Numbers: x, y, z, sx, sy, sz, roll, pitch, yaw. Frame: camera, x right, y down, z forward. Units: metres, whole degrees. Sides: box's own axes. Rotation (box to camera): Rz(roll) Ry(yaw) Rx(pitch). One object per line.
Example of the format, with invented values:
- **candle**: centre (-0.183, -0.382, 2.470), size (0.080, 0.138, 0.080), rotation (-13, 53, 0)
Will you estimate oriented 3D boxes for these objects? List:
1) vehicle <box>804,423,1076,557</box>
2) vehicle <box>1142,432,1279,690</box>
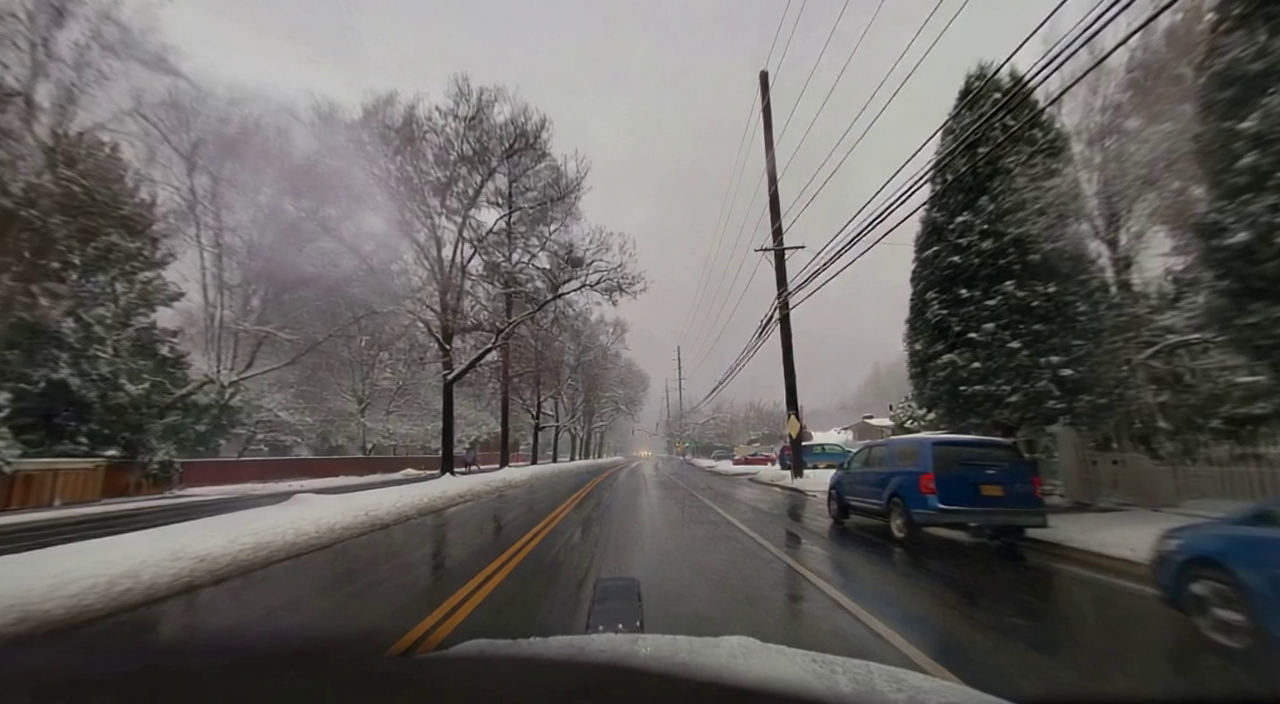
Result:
- **vehicle**: centre (4.537, 2.162, 10.667), size (2.092, 1.713, 4.830), rotation (0, -9, -2)
- **vehicle**: centre (4.675, 1.029, 2.425), size (1.913, 1.486, 4.355), rotation (0, -9, 0)
